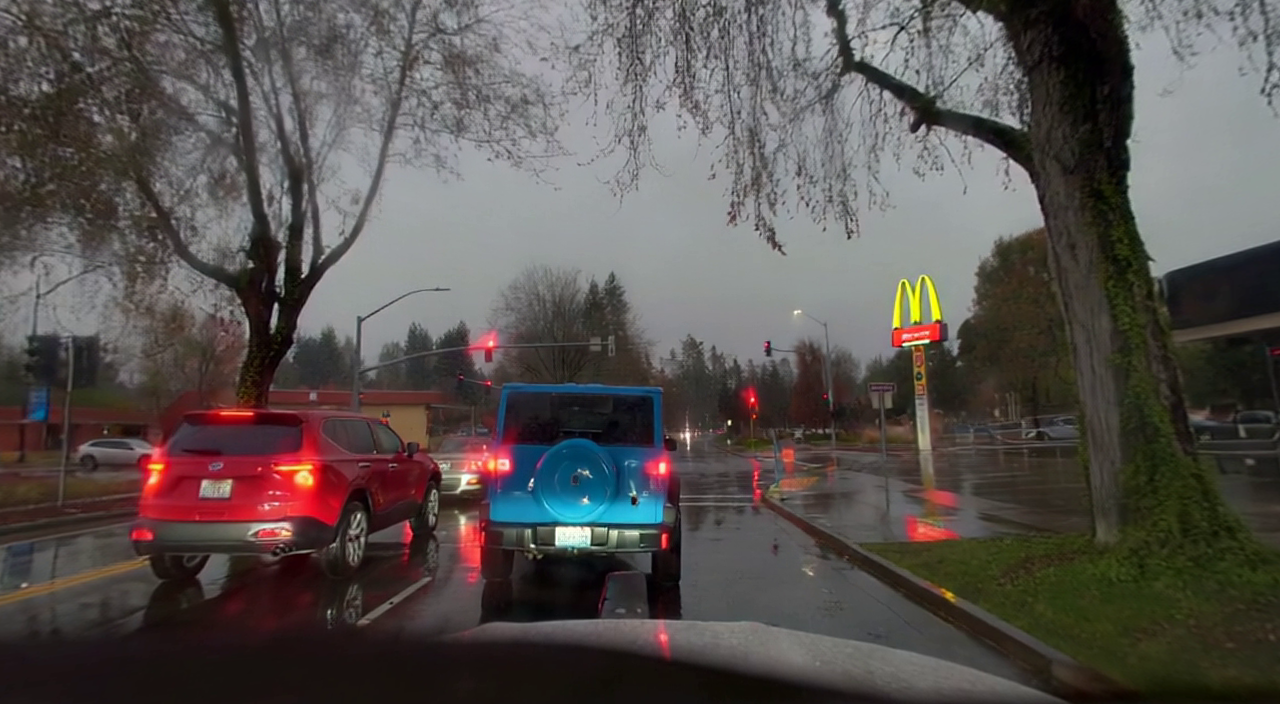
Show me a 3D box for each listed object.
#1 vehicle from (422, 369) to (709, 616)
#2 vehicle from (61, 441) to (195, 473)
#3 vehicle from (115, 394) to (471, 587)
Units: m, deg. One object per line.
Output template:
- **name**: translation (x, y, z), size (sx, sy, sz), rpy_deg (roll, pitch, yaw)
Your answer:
- **vehicle**: translation (-0.628, 1.437, 7.340), size (2.224, 1.923, 4.643), rpy_deg (0, -8, -1)
- **vehicle**: translation (-25.241, 5.180, 31.366), size (4.713, 1.445, 1.887), rpy_deg (4, -9, -24)
- **vehicle**: translation (-3.912, 1.652, 8.338), size (2.130, 1.819, 4.497), rpy_deg (0, -8, 0)
